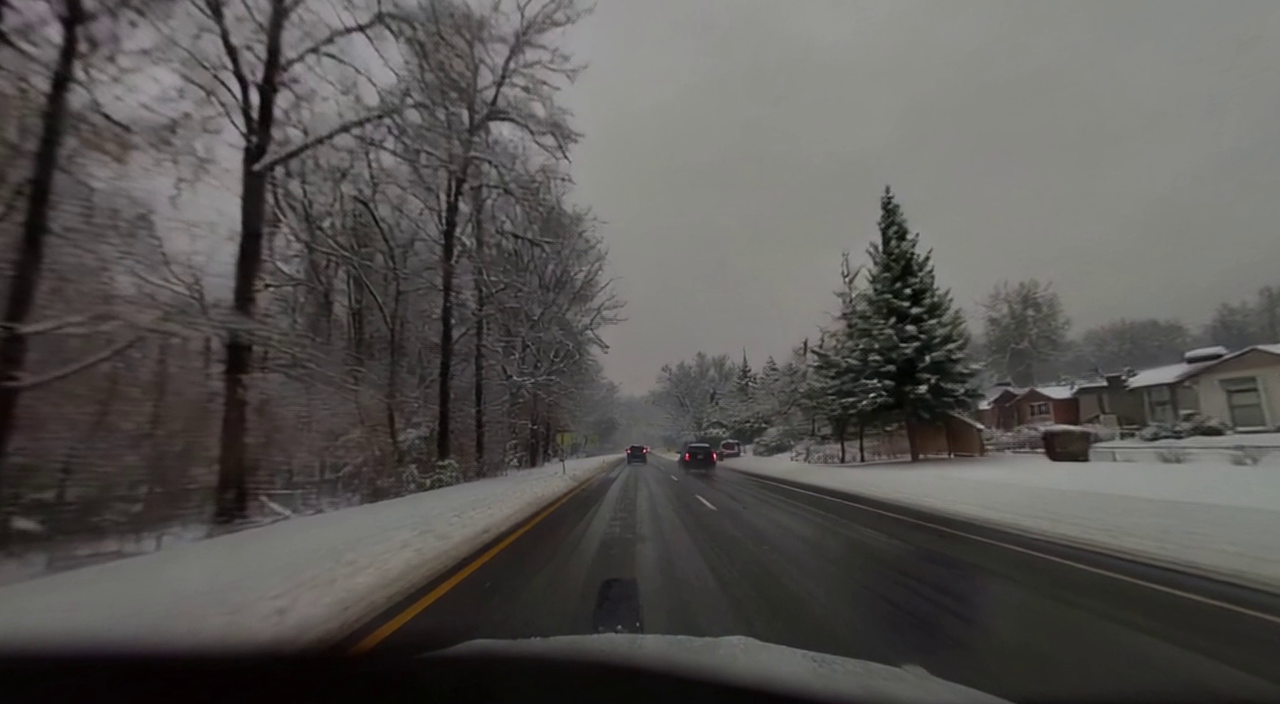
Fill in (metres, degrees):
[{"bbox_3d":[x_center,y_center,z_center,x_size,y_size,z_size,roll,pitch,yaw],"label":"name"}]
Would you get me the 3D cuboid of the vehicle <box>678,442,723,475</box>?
[{"bbox_3d":[3.188,5.690,34.049,1.888,1.640,4.044,0,-8,-1],"label":"vehicle"}]
